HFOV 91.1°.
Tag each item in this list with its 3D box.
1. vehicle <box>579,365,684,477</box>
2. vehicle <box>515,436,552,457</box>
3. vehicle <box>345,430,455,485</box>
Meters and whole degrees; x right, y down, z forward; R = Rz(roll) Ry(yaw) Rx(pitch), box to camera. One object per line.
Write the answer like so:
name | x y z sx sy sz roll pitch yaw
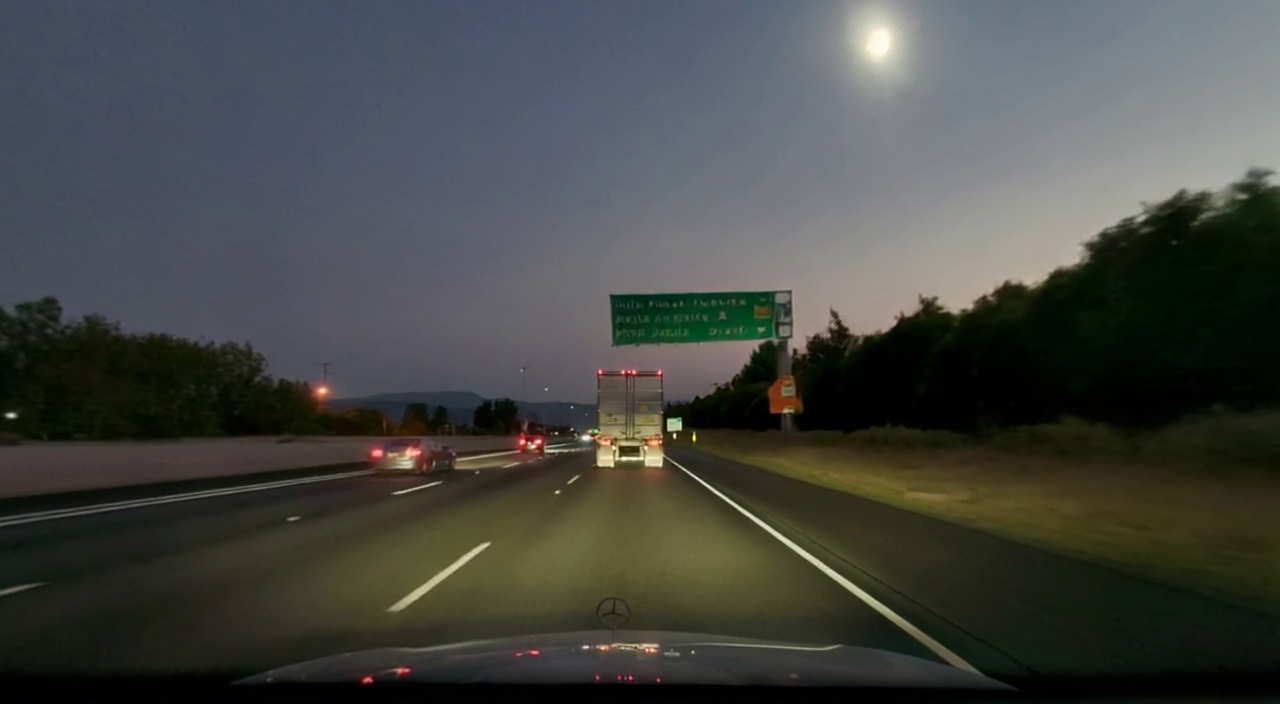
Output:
vehicle | -0.344 3.034 26.210 3.033 3.223 14.836 2 -8 -1
vehicle | -7.807 6.925 46.289 1.949 1.437 4.296 0 -8 0
vehicle | -7.118 3.145 19.054 1.856 1.479 3.710 0 -8 0
